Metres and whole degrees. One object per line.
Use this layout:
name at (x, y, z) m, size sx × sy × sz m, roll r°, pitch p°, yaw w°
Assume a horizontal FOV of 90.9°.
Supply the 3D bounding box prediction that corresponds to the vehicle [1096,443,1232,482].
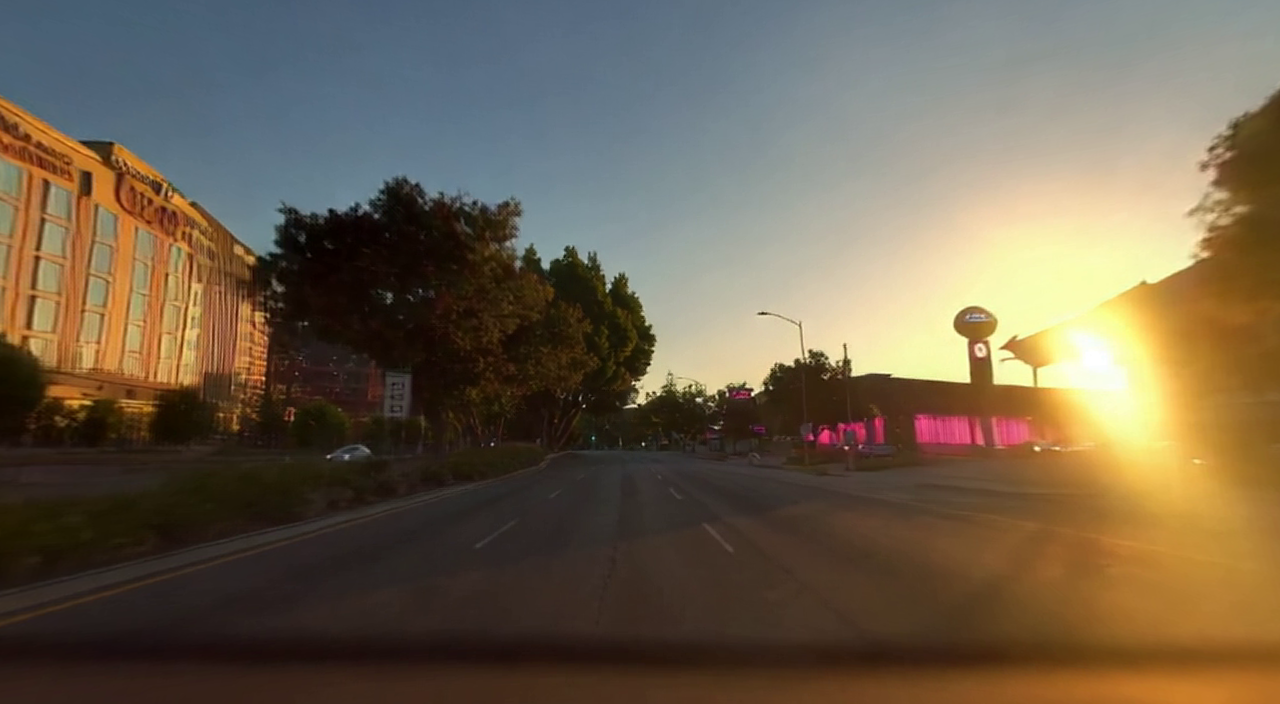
vehicle at (19.494, 4.113, 23.556) m, size 3.492 × 1.379 × 1.734 m, roll 0°, pitch -9°, yaw -2°

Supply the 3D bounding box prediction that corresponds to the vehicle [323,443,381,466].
vehicle at (-19.224, 6.850, 42.339) m, size 1.859 × 1.443 × 4.466 m, roll 0°, pitch -8°, yaw -1°
